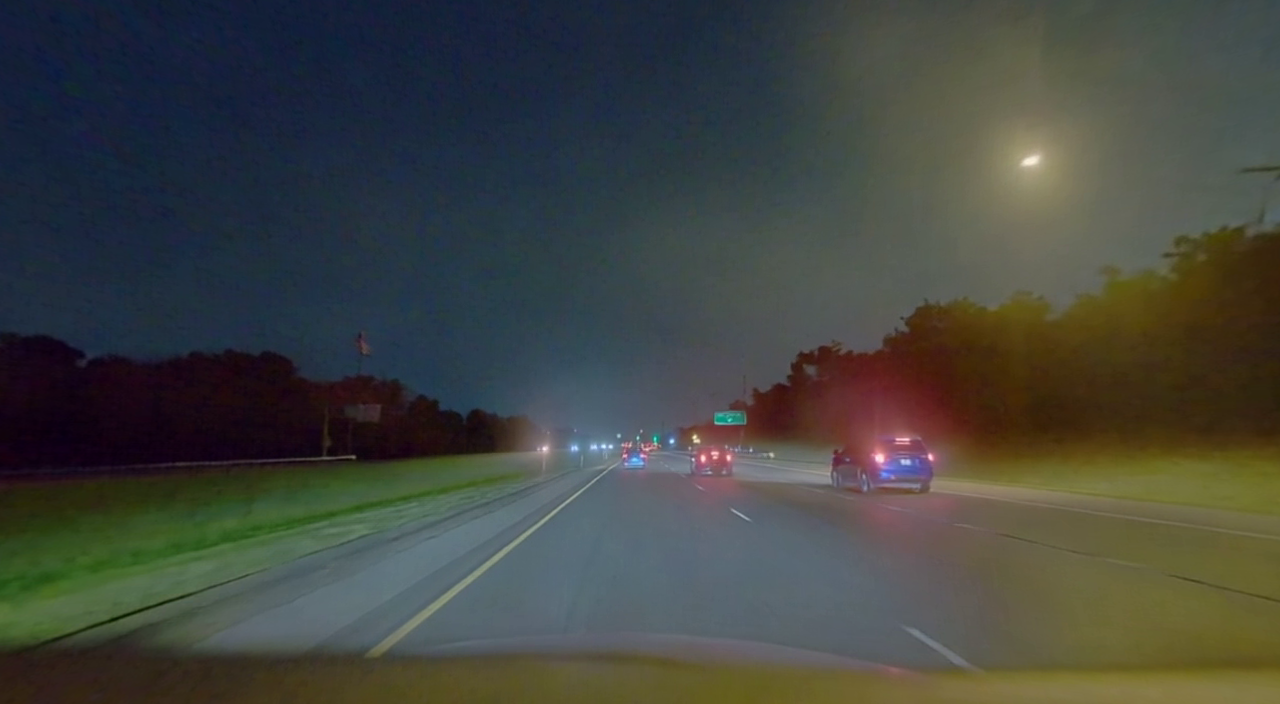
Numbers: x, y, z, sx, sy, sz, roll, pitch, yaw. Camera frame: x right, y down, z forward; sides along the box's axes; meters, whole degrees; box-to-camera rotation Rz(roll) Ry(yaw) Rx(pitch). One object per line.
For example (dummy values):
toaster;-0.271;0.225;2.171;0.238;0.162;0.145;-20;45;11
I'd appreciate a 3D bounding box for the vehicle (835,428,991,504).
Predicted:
vehicle;7.316;3.085;17.617;2.114;1.800;4.779;0;-8;-1

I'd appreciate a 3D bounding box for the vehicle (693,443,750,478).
vehicle;3.694;4.994;29.343;1.978;1.488;4.252;0;-8;-1

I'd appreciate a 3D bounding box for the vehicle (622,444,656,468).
vehicle;-0.067;6.641;40.405;2.085;1.449;3.860;0;-8;-1
